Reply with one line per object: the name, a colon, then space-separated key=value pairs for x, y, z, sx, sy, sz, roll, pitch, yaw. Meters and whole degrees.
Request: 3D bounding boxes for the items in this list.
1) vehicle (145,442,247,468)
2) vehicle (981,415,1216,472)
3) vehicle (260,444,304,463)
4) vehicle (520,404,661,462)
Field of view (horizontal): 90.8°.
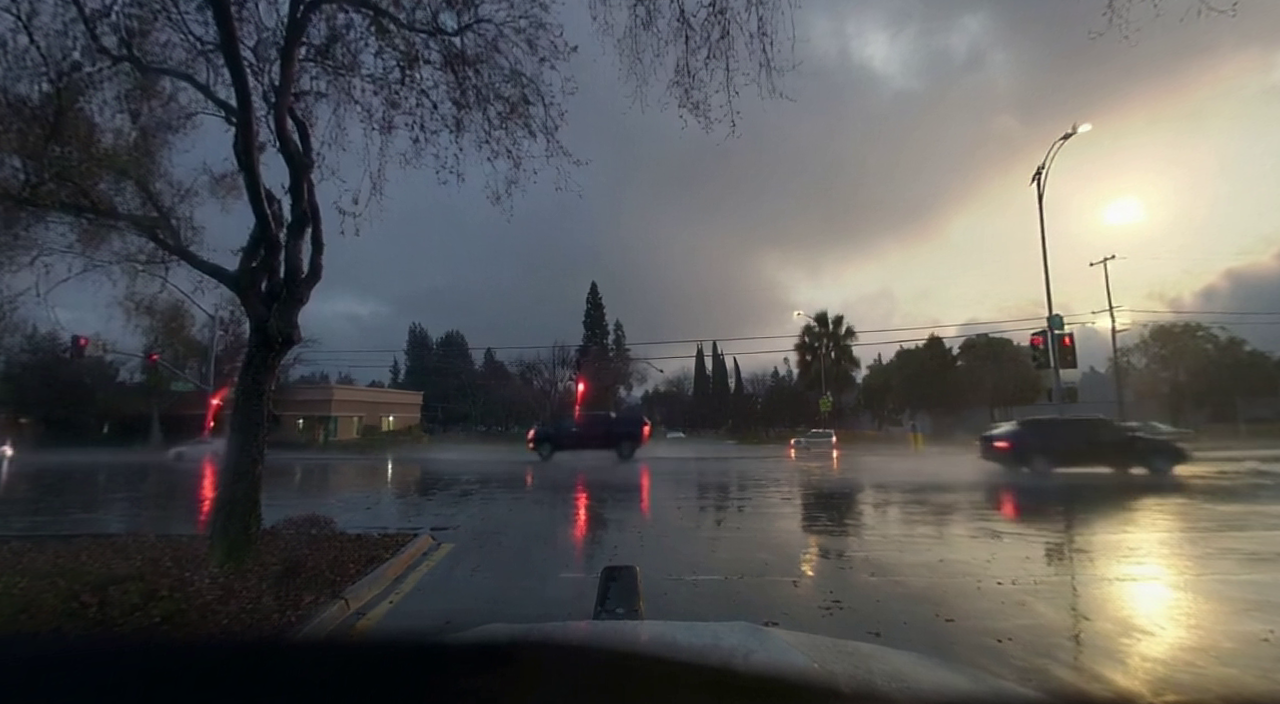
vehicle: x=-26.110 y=6.036 z=37.185 sx=4.860 sy=1.441 sz=1.934 roll=-2 pitch=-8 yaw=10
vehicle: x=12.638 y=2.576 z=17.789 sx=4.836 sy=1.445 sz=2.057 roll=-2 pitch=-9 yaw=10
vehicle: x=-28.029 y=7.918 z=49.565 sx=2.235 sy=1.417 sz=4.272 roll=3 pitch=-9 yaw=-19
vehicle: x=-2.841 y=4.813 z=37.096 sx=7.790 sy=3.197 sz=2.653 roll=-2 pitch=-9 yaw=10
